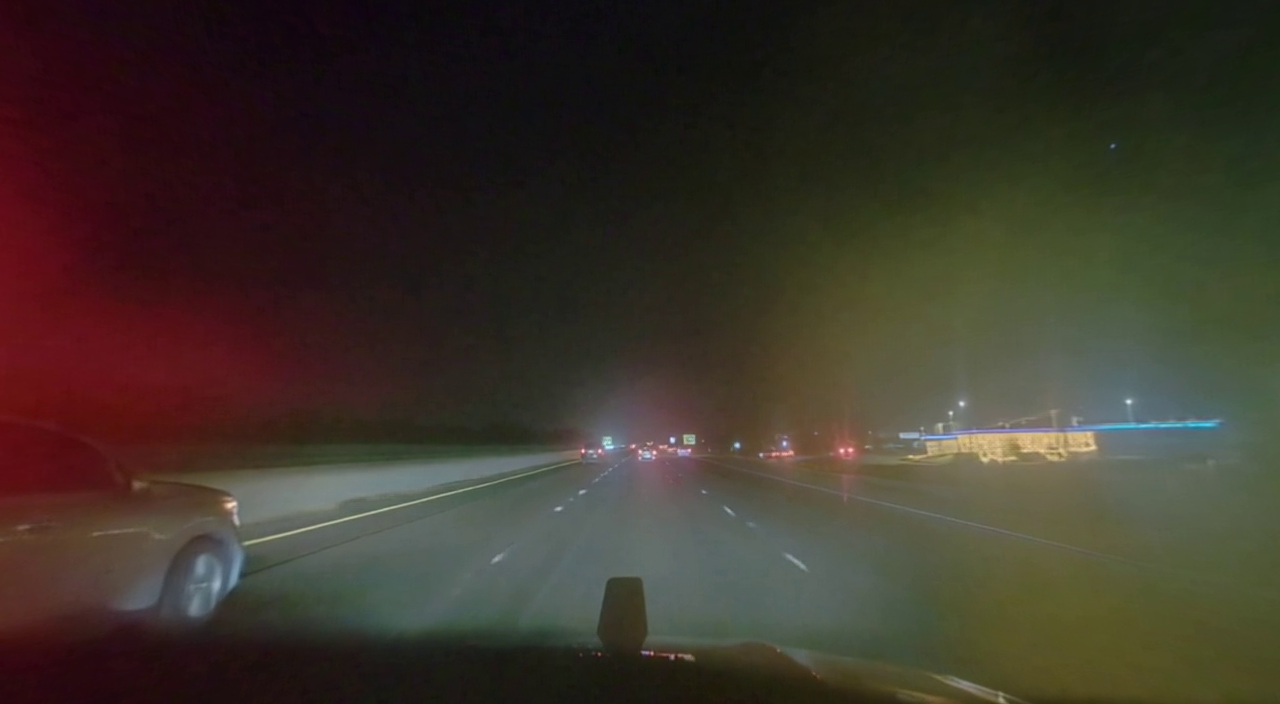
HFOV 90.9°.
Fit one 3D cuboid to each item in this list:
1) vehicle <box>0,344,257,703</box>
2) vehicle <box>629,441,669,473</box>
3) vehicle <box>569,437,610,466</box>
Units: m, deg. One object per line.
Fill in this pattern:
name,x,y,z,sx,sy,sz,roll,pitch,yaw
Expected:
vehicle,-3.948,0.768,2.217,2.239,1.761,4.620,0,-8,0
vehicle,0.464,5.542,33.525,2.000,1.558,3.945,0,-8,0
vehicle,-3.547,7.153,45.649,2.403,1.946,5.623,0,-8,1
